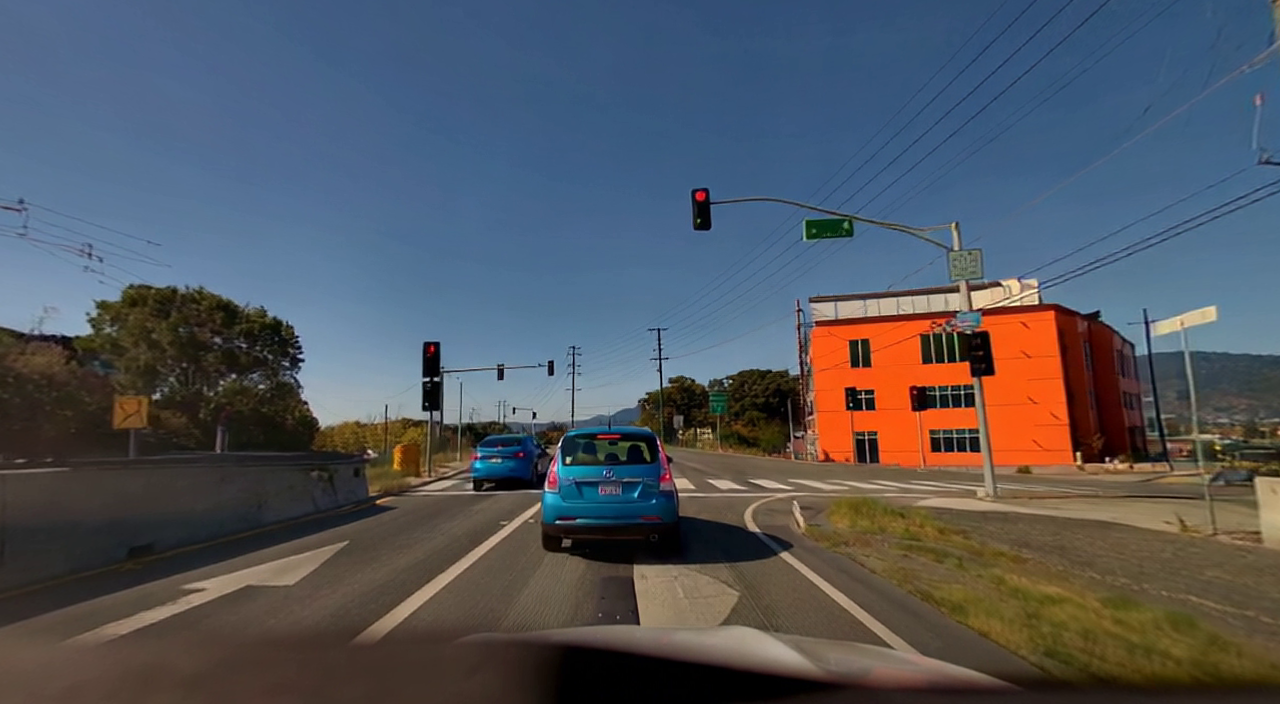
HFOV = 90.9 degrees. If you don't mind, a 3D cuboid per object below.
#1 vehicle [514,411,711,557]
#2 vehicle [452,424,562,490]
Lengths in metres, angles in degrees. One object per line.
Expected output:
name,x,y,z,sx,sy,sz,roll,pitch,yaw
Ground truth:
vehicle,-0.294,1.685,8.721,2.123,1.566,3.662,0,-8,0
vehicle,-3.485,2.821,17.389,2.097,1.573,4.284,0,-8,0
